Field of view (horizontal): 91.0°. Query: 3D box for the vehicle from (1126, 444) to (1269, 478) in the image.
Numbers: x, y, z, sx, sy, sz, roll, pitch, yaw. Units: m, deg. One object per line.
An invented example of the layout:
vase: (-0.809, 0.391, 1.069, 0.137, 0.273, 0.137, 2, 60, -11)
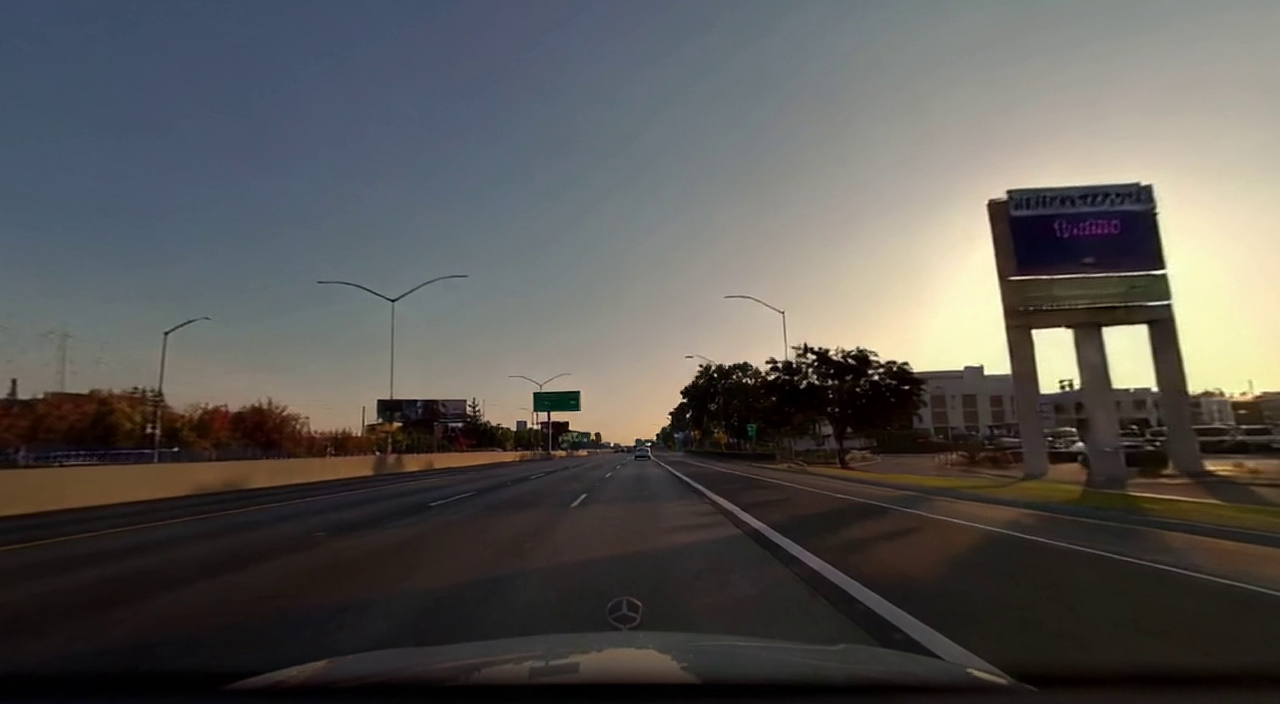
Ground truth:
vehicle: (40.294, 7.917, 45.712, 7.313, 2.332, 2.770, -1, -9, 6)
